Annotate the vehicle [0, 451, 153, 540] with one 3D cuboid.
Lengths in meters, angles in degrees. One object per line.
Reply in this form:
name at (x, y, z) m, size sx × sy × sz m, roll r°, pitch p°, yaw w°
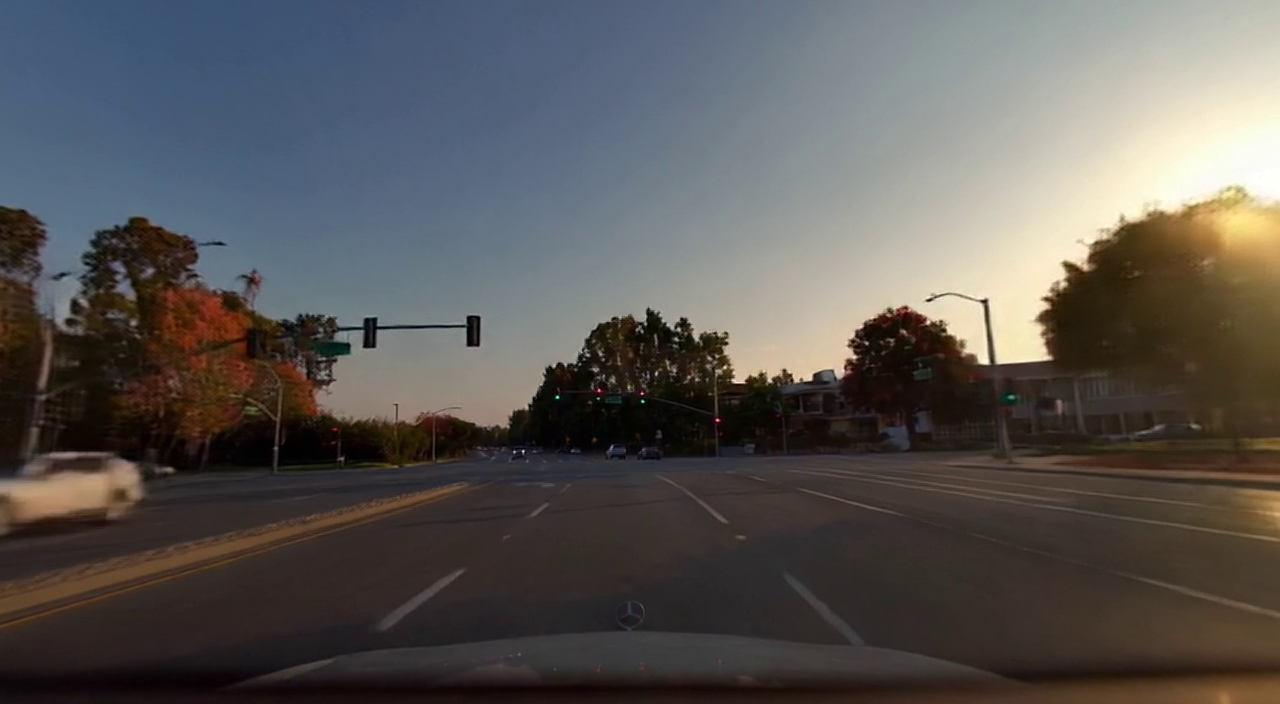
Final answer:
vehicle at (-13.133, 3.020, 13.533) m, size 2.017 × 1.611 × 4.403 m, roll -3°, pitch -8°, yaw -3°
